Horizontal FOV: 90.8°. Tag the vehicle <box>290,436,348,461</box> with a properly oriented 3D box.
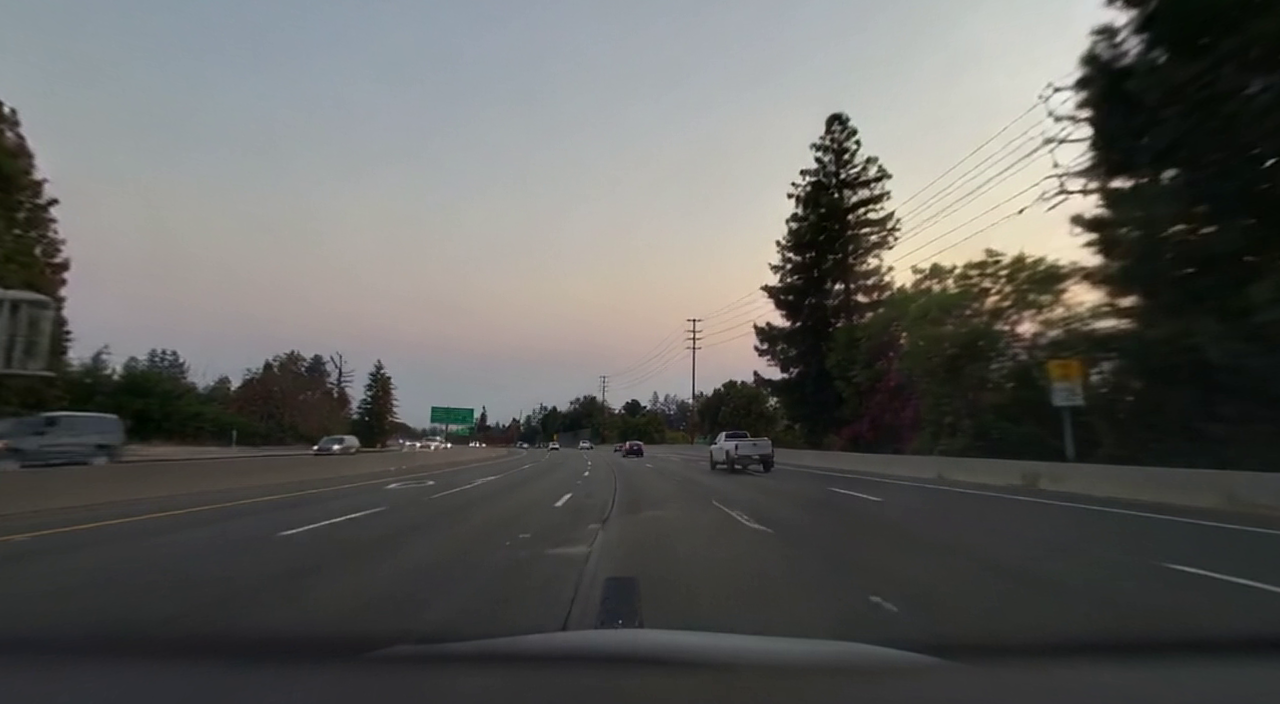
[{"bbox_3d":[-24.042,7.243,47.475,2.088,1.769,4.831,1,-8,-4],"label":"vehicle"}]

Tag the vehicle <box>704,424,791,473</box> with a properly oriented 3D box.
[{"bbox_3d":[4.849,4.486,29.631,2.504,2.033,5.979,1,-8,-6],"label":"vehicle"}]

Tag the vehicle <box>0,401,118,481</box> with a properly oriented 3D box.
[{"bbox_3d":[-22.659,3.215,22.732,2.625,2.635,6.136,0,-8,-3],"label":"vehicle"}]
